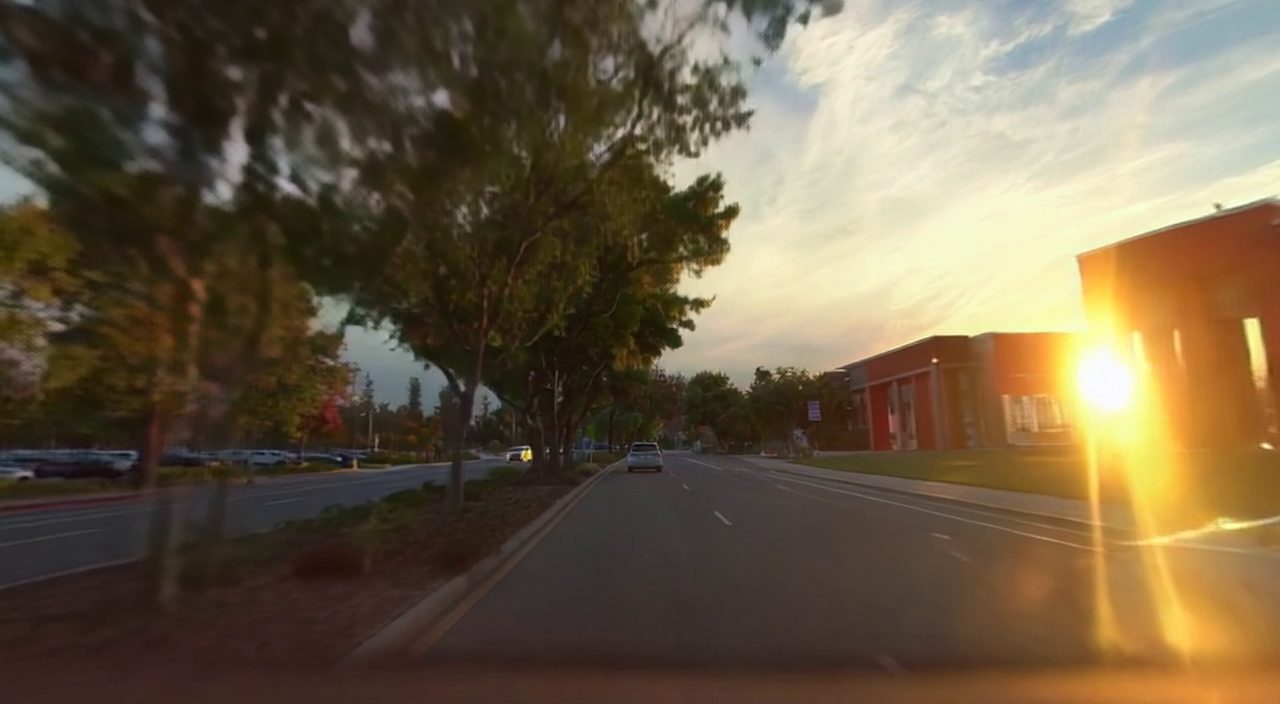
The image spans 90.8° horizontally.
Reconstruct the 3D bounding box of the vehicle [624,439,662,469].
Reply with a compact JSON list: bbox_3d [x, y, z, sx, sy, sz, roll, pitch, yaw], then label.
[{"bbox_3d":[0.229,6.140,38.260,2.123,1.703,4.292,0,-8,1],"label":"vehicle"}]

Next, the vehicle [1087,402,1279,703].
[{"bbox_3d":[3.624,0.745,1.118,2.132,1.497,4.827,0,-8,0],"label":"vehicle"}]
